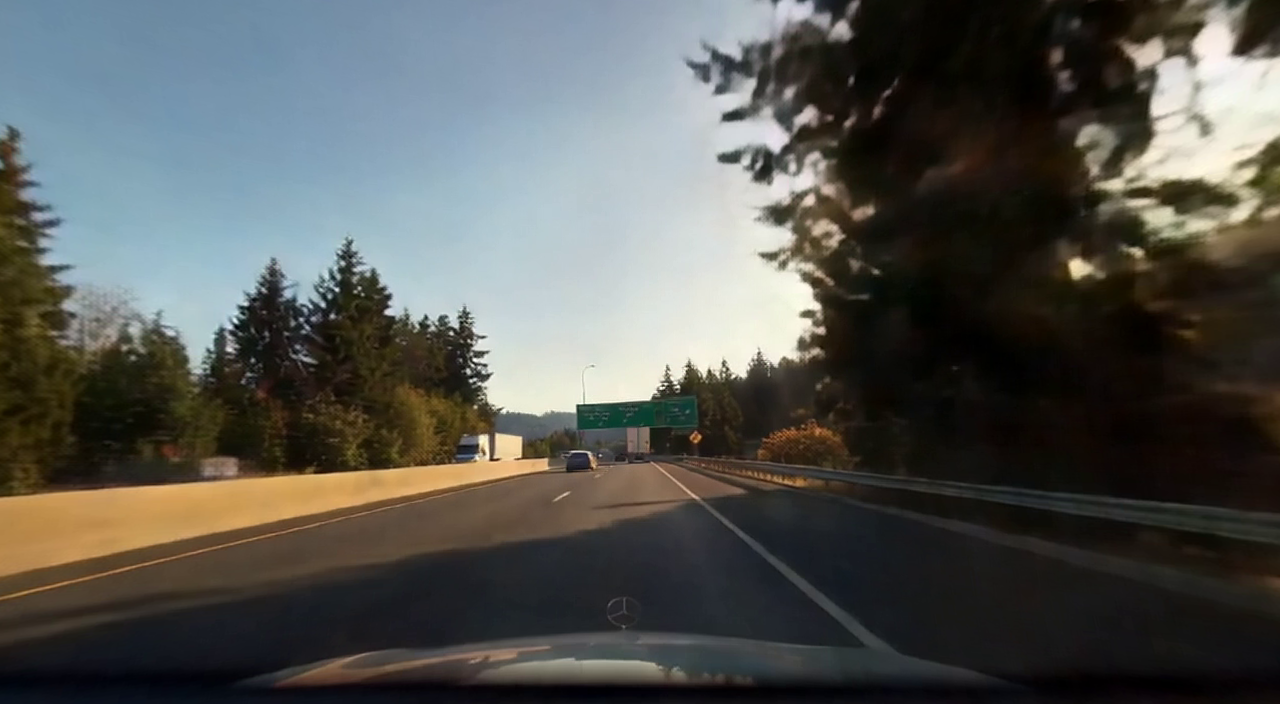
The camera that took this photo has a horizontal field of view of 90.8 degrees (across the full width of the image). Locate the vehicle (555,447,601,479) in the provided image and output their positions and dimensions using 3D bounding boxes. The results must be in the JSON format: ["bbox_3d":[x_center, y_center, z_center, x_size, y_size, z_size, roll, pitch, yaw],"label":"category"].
[{"bbox_3d":[-3.407,6.204,35.530,2.081,1.682,4.425,0,-9,0],"label":"vehicle"}]

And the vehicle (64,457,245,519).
[{"bbox_3d":[-13.152,3.663,17.470,1.796,1.445,3.995,0,-9,1],"label":"vehicle"}]
